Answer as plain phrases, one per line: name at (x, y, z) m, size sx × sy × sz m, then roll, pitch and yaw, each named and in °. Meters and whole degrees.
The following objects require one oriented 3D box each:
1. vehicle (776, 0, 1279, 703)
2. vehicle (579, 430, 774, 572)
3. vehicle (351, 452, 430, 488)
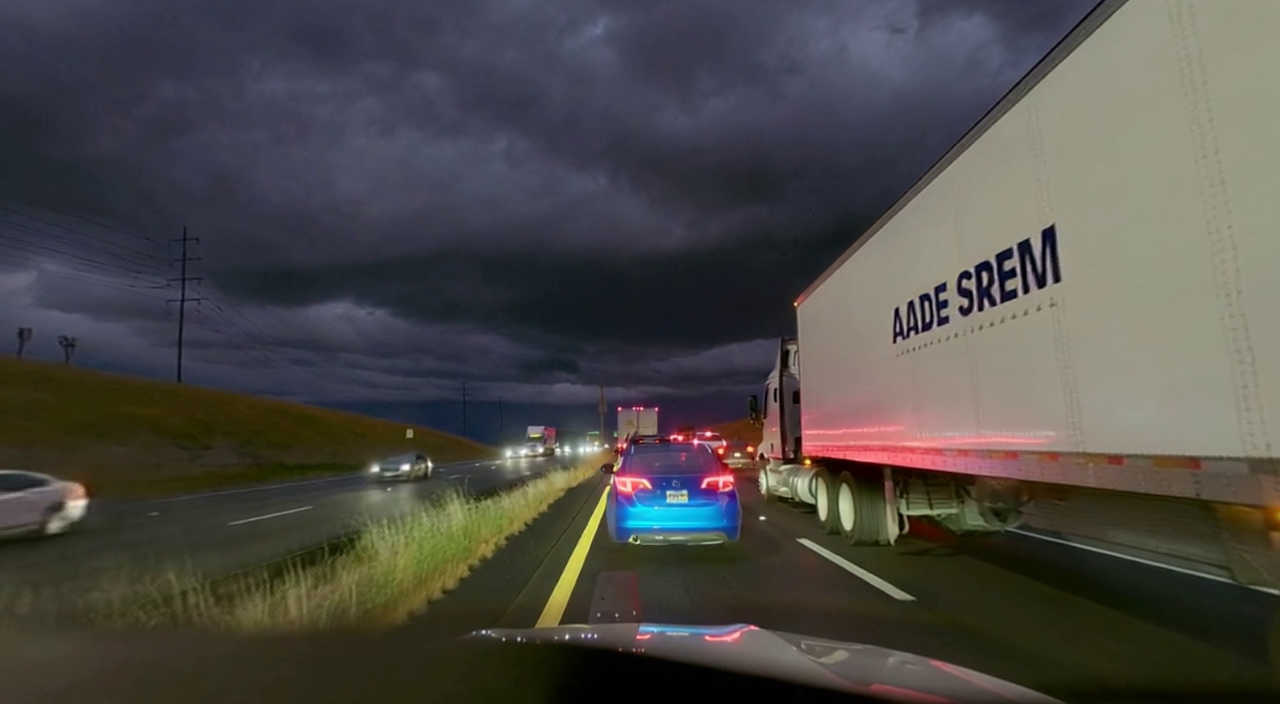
vehicle at (4.114, -0.162, 3.595) m, size 3.138 × 4.065 × 14.276 m, roll 0°, pitch -8°, yaw -1°
vehicle at (0.324, 1.821, 8.452) m, size 2.045 × 1.446 × 3.597 m, roll 0°, pitch -8°, yaw -2°
vehicle at (-11.880, 5.615, 30.363) m, size 1.914 × 1.478 × 4.597 m, roll -1°, pitch -8°, yaw 0°
